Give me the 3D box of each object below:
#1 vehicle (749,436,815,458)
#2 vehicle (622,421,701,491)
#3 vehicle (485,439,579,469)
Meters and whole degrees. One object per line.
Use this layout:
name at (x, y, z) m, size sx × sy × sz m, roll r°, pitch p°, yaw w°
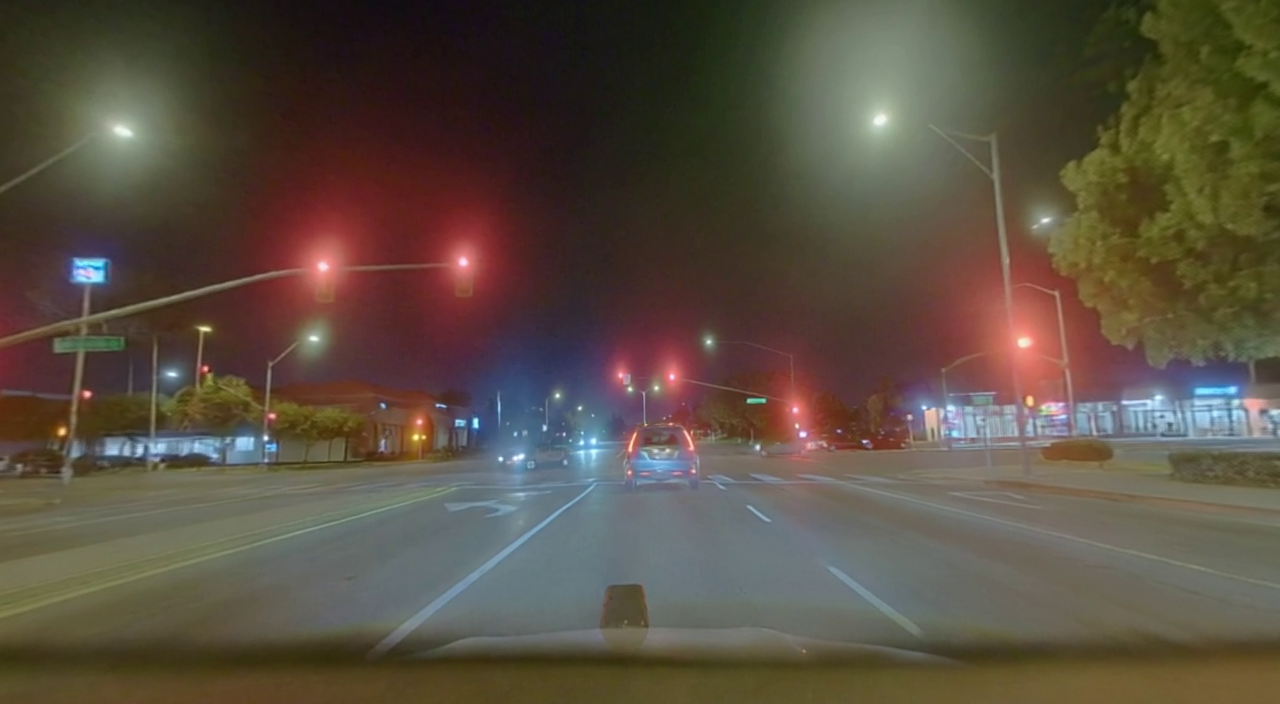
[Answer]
vehicle at (9.483, 6.382, 42.366) m, size 3.963 × 1.480 × 1.774 m, roll 0°, pitch -8°, yaw -2°
vehicle at (0.571, 2.950, 18.179) m, size 1.994 × 1.759 × 4.186 m, roll 0°, pitch -8°, yaw 1°
vehicle at (-5.796, 5.496, 34.206) m, size 4.705 × 1.486 × 2.013 m, roll 8°, pitch -12°, yaw -44°
